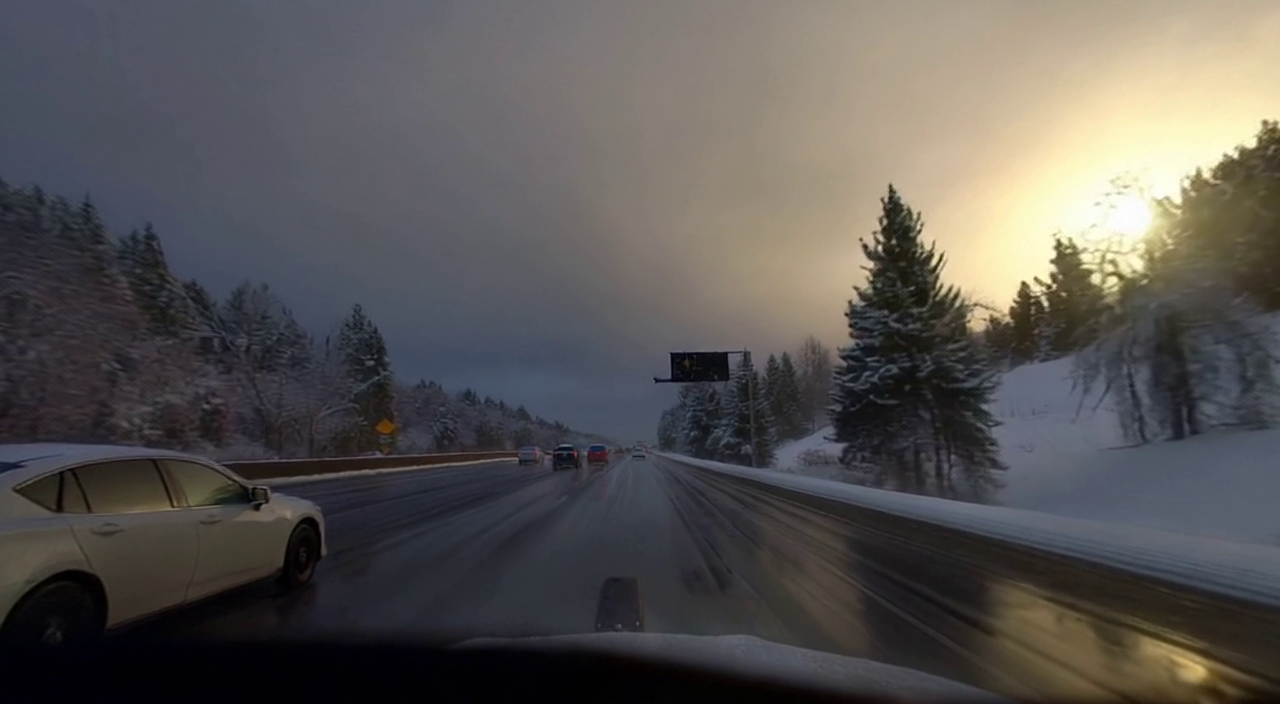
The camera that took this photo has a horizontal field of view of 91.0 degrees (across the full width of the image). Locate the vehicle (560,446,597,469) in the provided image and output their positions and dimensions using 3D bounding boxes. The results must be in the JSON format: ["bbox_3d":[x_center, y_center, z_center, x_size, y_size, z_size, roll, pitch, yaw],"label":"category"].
[{"bbox_3d":[-4.230,7.340,43.920,2.120,1.458,4.031,0,-9,0],"label":"vehicle"}]

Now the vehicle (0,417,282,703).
[{"bbox_3d":[-4.172,1.099,3.276,1.965,1.485,4.460,0,-9,0],"label":"vehicle"}]
